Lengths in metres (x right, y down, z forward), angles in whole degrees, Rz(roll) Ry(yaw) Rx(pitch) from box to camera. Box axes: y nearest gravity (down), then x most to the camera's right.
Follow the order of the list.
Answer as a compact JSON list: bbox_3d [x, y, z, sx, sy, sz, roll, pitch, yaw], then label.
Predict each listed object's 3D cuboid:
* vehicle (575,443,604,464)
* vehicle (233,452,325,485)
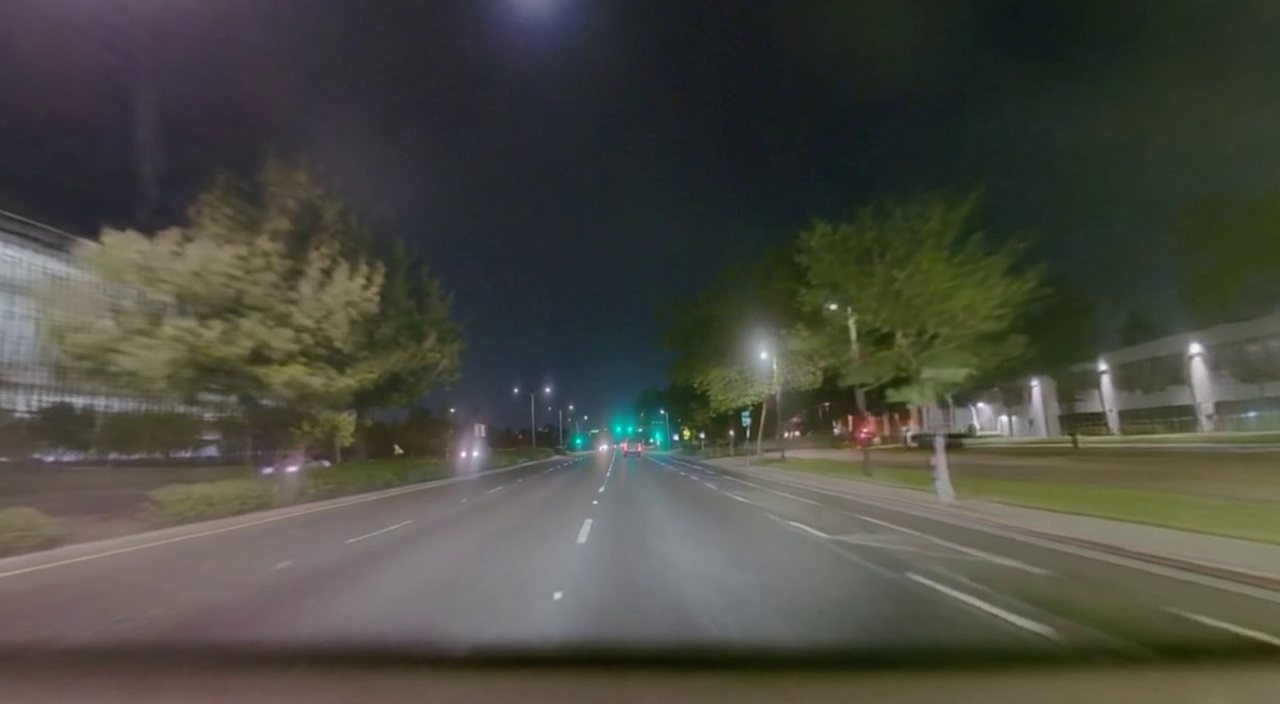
[{"bbox_3d":[-3.882,7.853,49.034,2.080,1.445,4.096,-1,-8,-2],"label":"vehicle"},{"bbox_3d":[-18.107,5.841,32.005,1.972,1.457,4.716,-1,-8,-2],"label":"vehicle"}]
